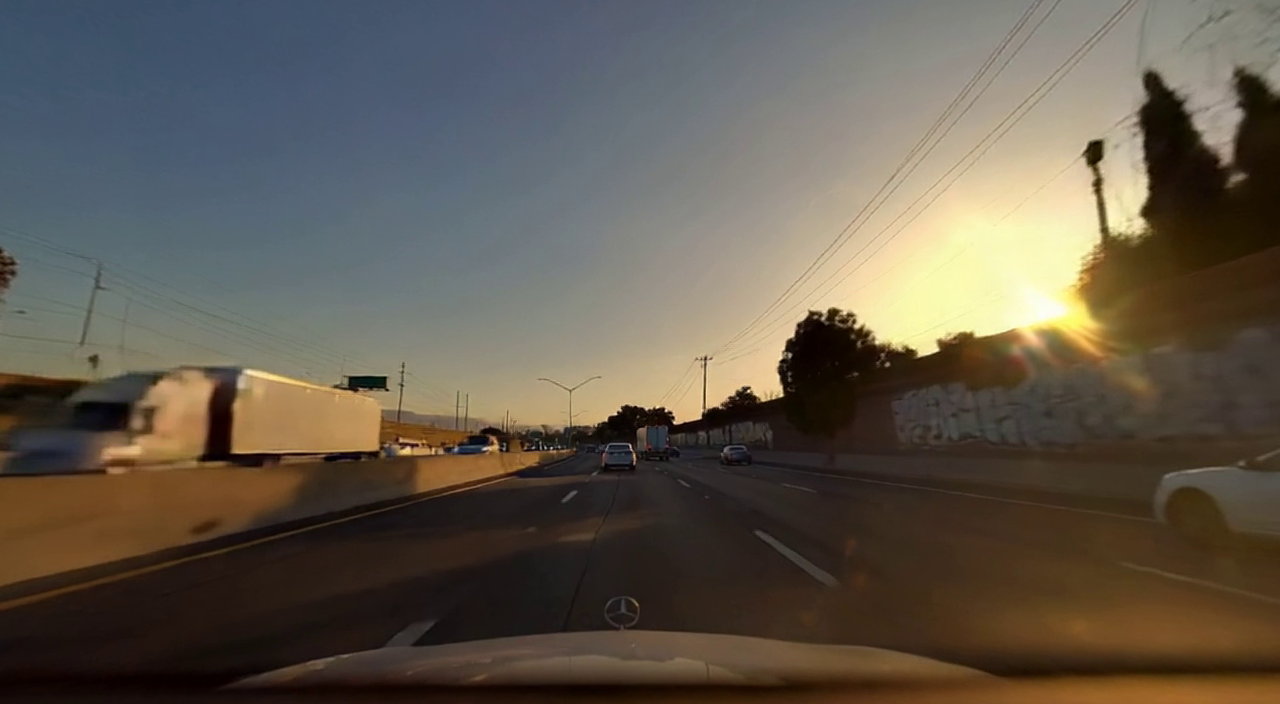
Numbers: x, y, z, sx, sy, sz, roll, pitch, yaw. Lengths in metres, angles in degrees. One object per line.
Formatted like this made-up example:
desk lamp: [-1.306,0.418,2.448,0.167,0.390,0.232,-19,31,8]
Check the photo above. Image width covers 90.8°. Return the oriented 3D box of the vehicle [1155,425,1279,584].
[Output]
vehicle: [7.217,1.328,5.184,2.032,1.525,4.631,0,-9,-1]

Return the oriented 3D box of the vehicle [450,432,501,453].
vehicle: [-11.743,6.565,45.538,2.299,1.399,5.789,0,-9,-2]

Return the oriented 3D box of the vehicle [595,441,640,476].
vehicle: [-1.139,5.463,32.503,2.191,1.685,3.353,0,-9,-2]

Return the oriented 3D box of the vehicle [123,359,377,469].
vehicle: [-17.631,3.500,31.279,2.874,4.017,16.235,0,-9,-2]

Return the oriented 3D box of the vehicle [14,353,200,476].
vehicle: [-17.250,2.112,20.775,2.987,3.714,3.232,0,-9,-1]

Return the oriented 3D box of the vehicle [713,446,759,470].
vehicle: [6.275,6.998,41.917,2.018,1.451,4.762,0,-9,-4]
